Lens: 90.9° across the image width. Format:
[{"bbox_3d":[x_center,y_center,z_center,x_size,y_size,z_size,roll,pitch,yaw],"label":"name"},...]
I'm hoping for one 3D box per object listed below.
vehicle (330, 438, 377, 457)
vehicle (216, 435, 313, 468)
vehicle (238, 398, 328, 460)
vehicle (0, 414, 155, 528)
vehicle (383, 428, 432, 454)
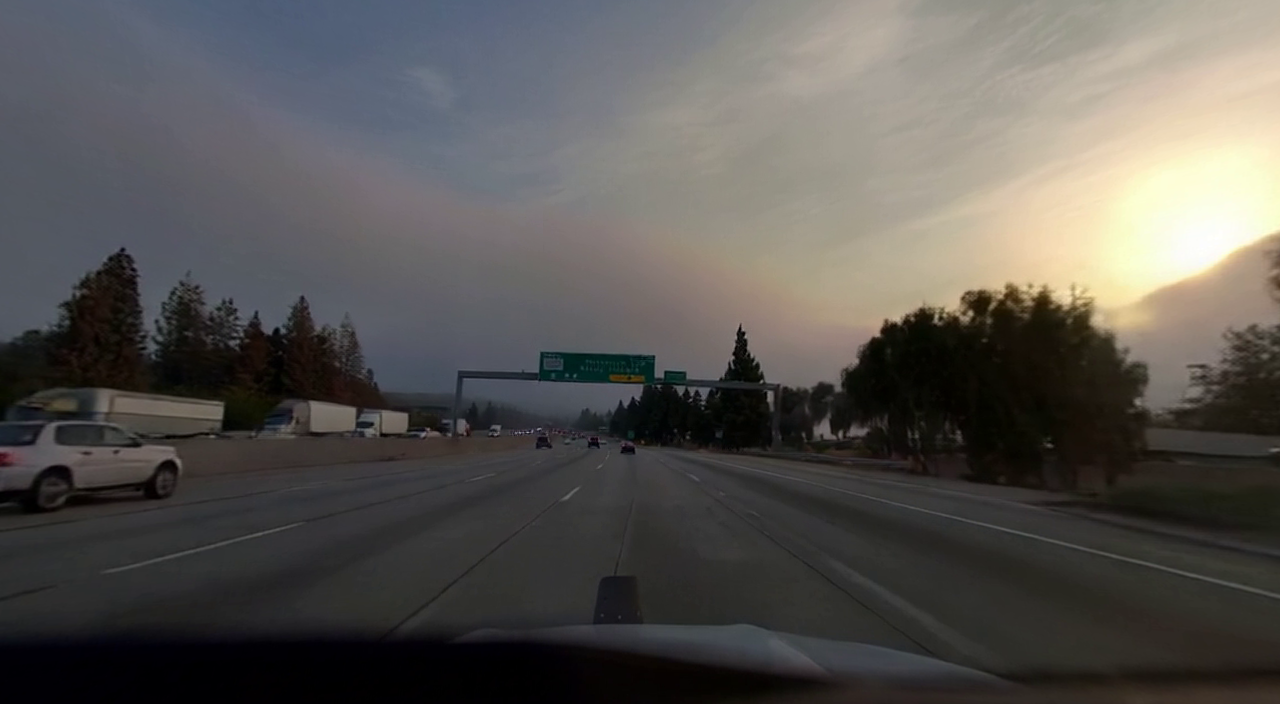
[{"bbox_3d":[-21.925,7.276,48.351,1.744,1.406,4.176,0,-8,-2],"label":"vehicle"},{"bbox_3d":[-18.002,4.765,30.506,2.088,1.442,4.286,0,-8,0],"label":"vehicle"},{"bbox_3d":[-25.489,5.593,45.456,2.884,4.112,6.220,0,-8,-3],"label":"vehicle"},{"bbox_3d":[-10.405,1.793,9.632,2.197,1.654,4.823,0,-8,-1],"label":"vehicle"},{"bbox_3d":[-18.214,6.997,49.672,2.177,1.876,4.674,0,-8,-2],"label":"vehicle"}]
